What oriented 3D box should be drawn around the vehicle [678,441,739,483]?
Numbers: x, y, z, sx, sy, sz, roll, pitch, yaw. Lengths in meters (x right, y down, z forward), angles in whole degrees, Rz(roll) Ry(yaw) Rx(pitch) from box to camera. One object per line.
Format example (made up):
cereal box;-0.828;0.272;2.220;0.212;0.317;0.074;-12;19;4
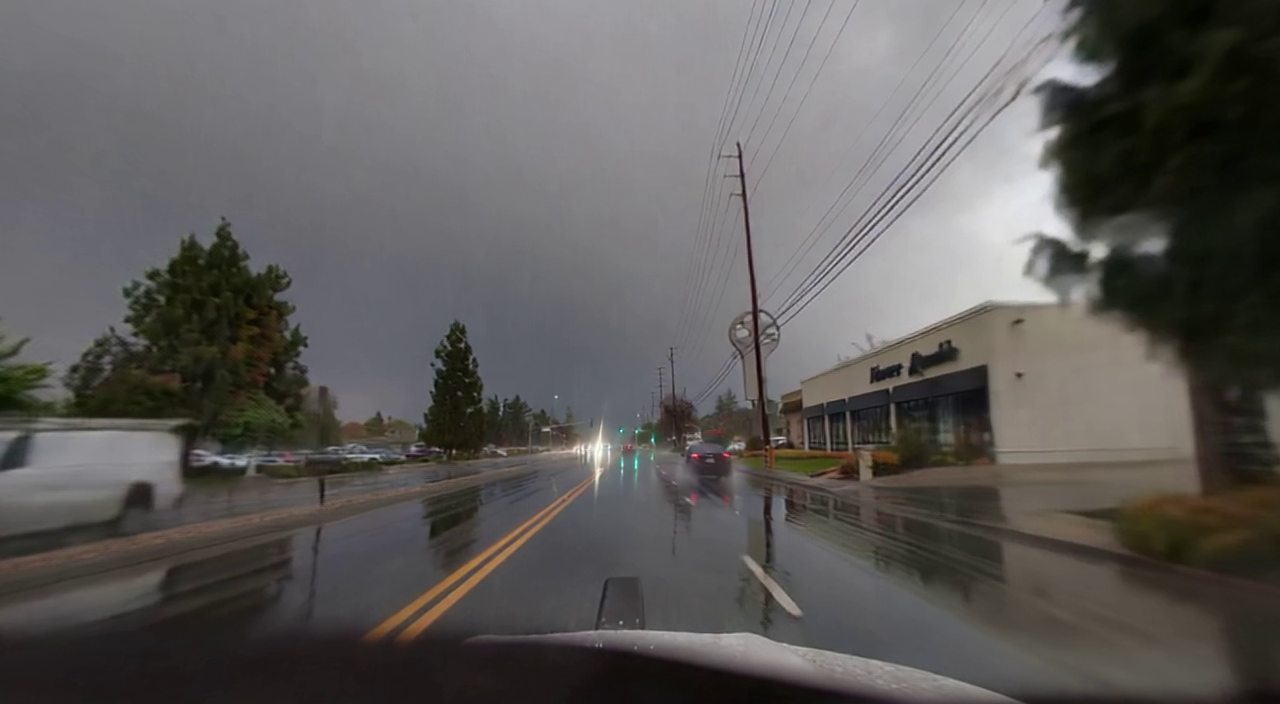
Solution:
vehicle;2.634;4.330;25.129;1.975;1.497;3.647;0;-9;-1
